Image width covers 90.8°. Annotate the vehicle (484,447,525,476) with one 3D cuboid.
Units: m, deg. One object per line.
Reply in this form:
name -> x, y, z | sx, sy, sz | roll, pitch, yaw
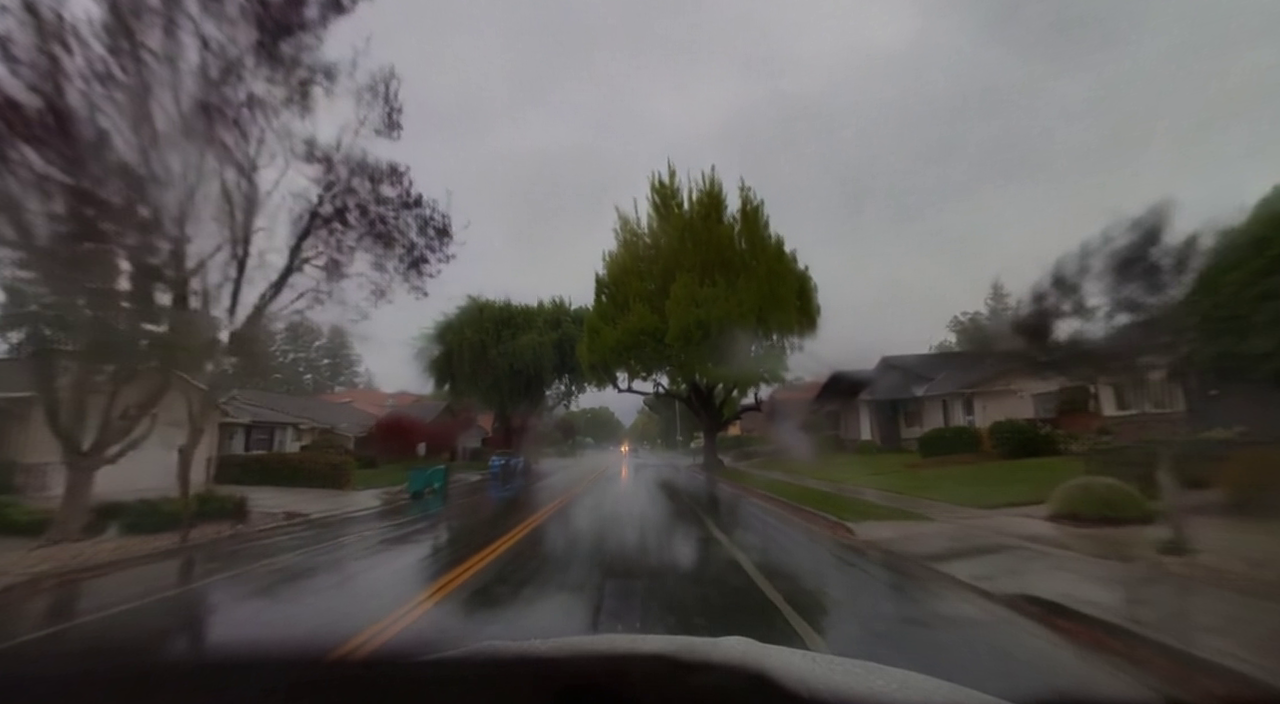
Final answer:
vehicle -> -9.492, 7.681, 44.514 | 1.998, 1.689, 4.384 | -4, -8, -2
